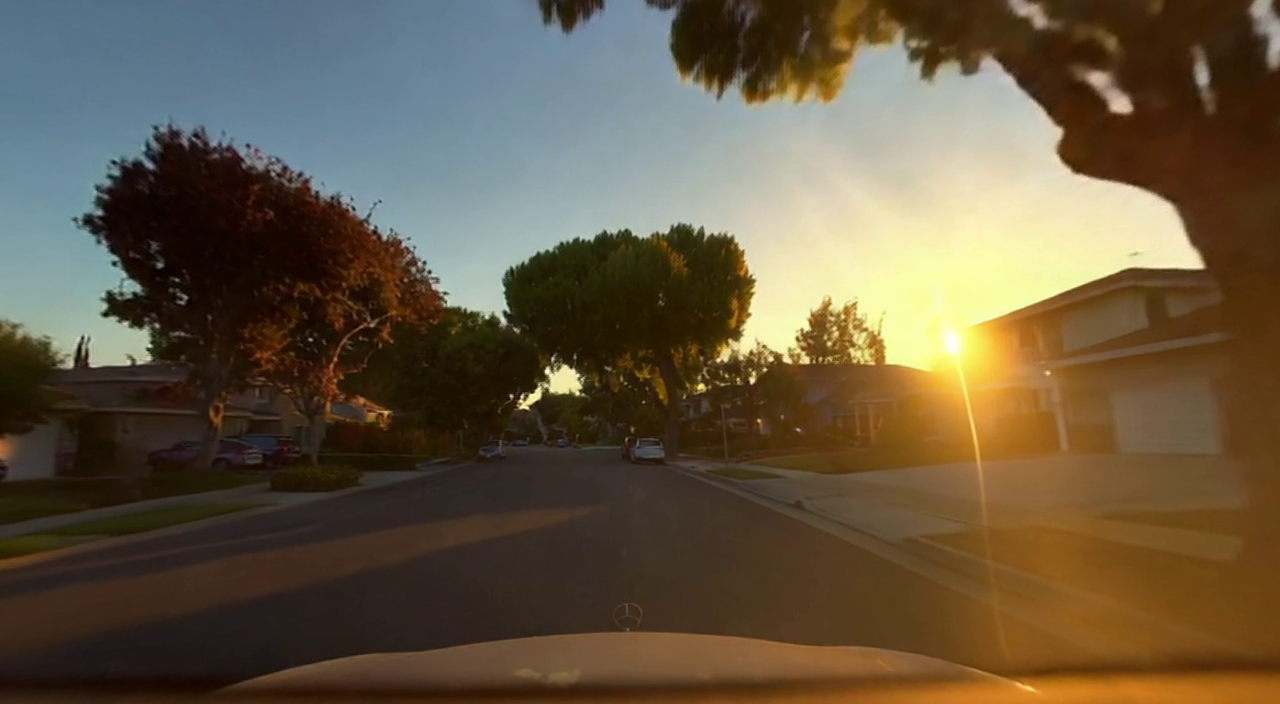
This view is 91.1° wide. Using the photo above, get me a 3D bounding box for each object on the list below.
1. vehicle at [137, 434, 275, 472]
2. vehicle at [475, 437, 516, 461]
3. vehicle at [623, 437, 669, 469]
[{"bbox_3d":[-18.041,4.213,26.240,4.344,1.483,1.928,-1,-8,2],"label":"vehicle"},{"bbox_3d":[-10.501,7.135,45.945,1.943,1.433,4.717,-6,-9,-3],"label":"vehicle"},{"bbox_3d":[0.202,5.092,31.997,2.088,1.429,4.796,0,-7,-2],"label":"vehicle"}]
